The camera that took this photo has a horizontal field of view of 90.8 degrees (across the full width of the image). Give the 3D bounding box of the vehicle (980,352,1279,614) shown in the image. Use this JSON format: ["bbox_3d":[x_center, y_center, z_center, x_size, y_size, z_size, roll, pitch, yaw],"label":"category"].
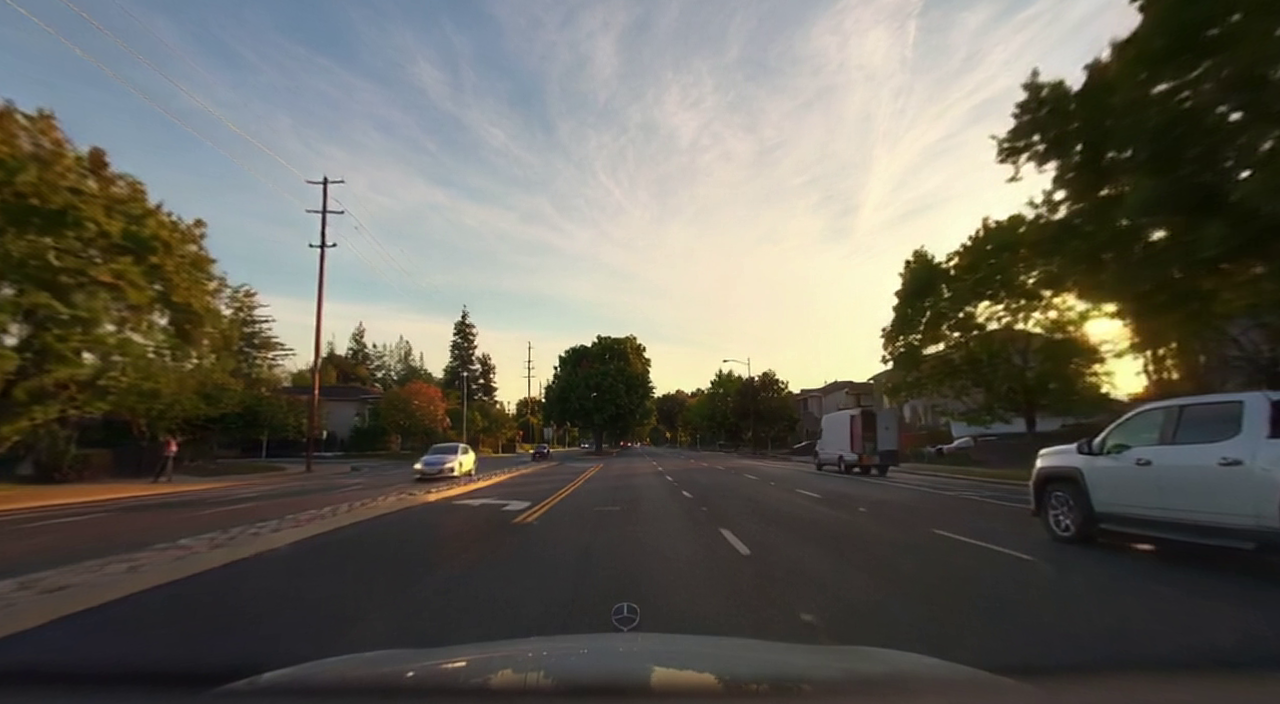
[{"bbox_3d":[6.083,1.124,5.775,2.493,1.956,6.125,-1,-8,0],"label":"vehicle"}]

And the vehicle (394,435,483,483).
[{"bbox_3d":[-8.498,4.535,27.175,2.189,1.816,4.819,-1,-8,0],"label":"vehicle"}]

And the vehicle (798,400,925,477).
[{"bbox_3d":[10.139,4.112,30.142,2.842,2.993,8.104,-3,-8,-1],"label":"vehicle"}]
